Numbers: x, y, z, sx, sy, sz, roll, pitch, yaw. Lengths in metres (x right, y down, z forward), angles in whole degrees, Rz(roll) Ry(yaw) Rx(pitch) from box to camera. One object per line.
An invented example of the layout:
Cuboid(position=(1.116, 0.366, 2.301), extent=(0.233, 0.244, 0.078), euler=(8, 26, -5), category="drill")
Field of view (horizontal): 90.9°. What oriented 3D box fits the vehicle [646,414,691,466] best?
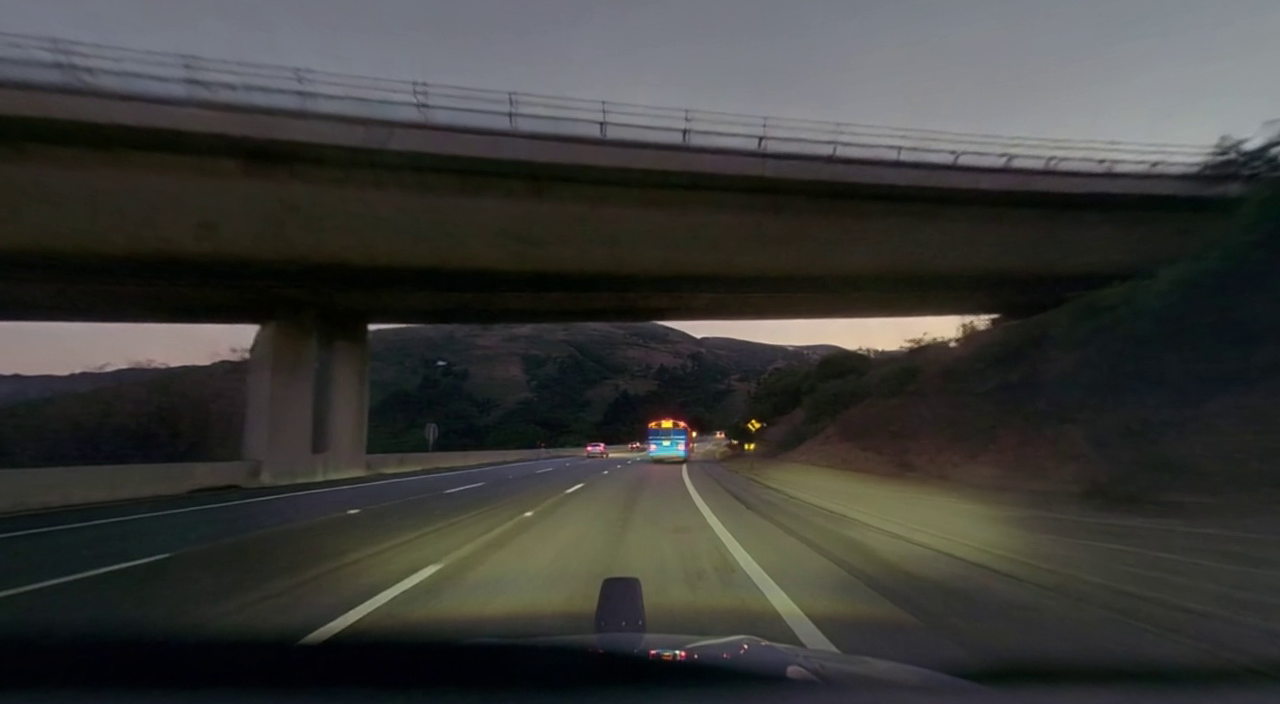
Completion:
Cuboid(position=(2.142, 6.465, 46.118), extent=(2.945, 3.295, 10.406), euler=(0, -8, 3), category="vehicle")
